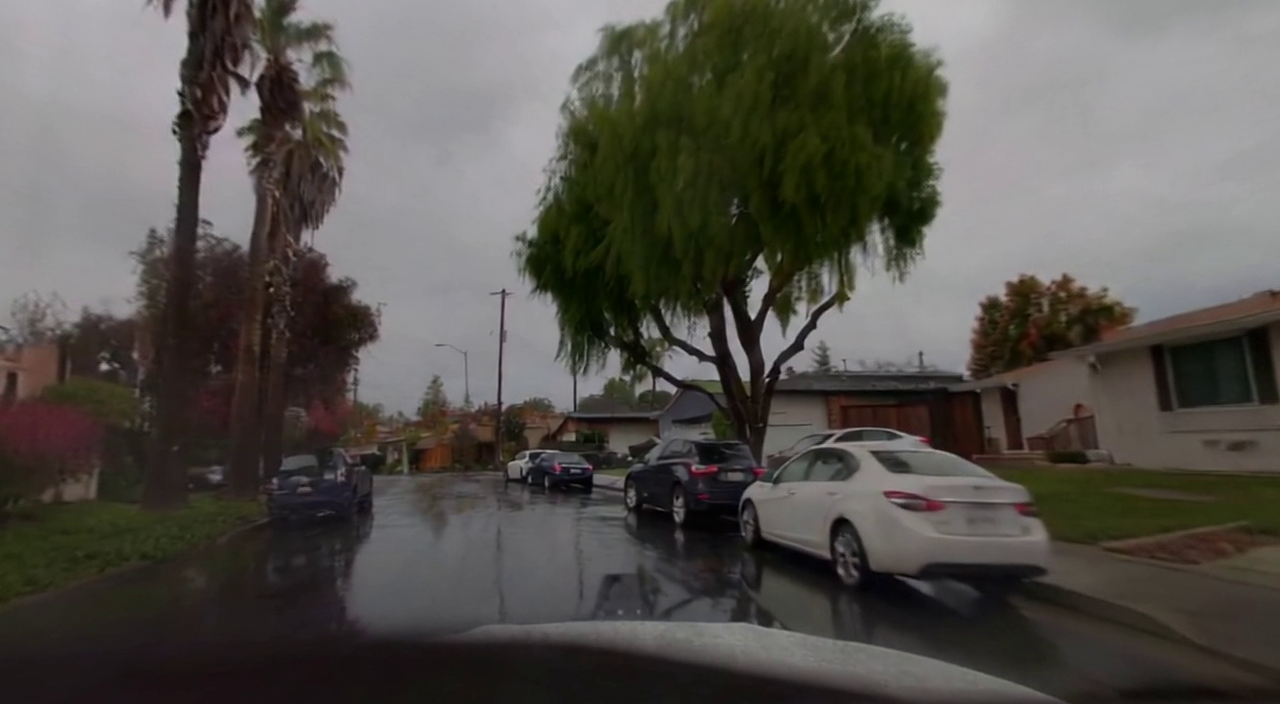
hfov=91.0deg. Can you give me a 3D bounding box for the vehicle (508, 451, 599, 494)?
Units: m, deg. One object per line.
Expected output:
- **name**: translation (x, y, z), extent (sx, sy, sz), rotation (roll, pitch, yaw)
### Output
- **vehicle**: translation (-3.571, 4.742, 25.184), extent (2.006, 1.484, 4.768), rotation (5, -10, -28)

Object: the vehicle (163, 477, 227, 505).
- **vehicle**: translation (-29.869, 9.293, 42.221), extent (4.390, 1.559, 1.812), rotation (-5, -10, 32)

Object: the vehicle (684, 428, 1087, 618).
- **vehicle**: translation (2.296, 1.763, 7.743), extent (2.108, 1.503, 4.977), rotation (2, -9, -13)

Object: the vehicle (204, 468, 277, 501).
- **vehicle**: translation (-24.727, 8.151, 38.857), extent (4.944, 1.819, 2.001), rotation (-9, -12, 35)

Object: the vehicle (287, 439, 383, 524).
- **vehicle**: translation (-8.149, 3.424, 17.190), extent (2.026, 1.816, 4.532), rotation (-2, -8, -22)

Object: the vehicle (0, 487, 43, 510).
- **vehicle**: translation (-49.760, 11.527, 49.415), extent (4.391, 1.591, 1.942), rotation (-3, -8, 12)

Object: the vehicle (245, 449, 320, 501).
- **vehicle**: translation (-19.760, 6.824, 34.648), extent (2.395, 2.109, 5.628), rotation (1, -13, -42)
